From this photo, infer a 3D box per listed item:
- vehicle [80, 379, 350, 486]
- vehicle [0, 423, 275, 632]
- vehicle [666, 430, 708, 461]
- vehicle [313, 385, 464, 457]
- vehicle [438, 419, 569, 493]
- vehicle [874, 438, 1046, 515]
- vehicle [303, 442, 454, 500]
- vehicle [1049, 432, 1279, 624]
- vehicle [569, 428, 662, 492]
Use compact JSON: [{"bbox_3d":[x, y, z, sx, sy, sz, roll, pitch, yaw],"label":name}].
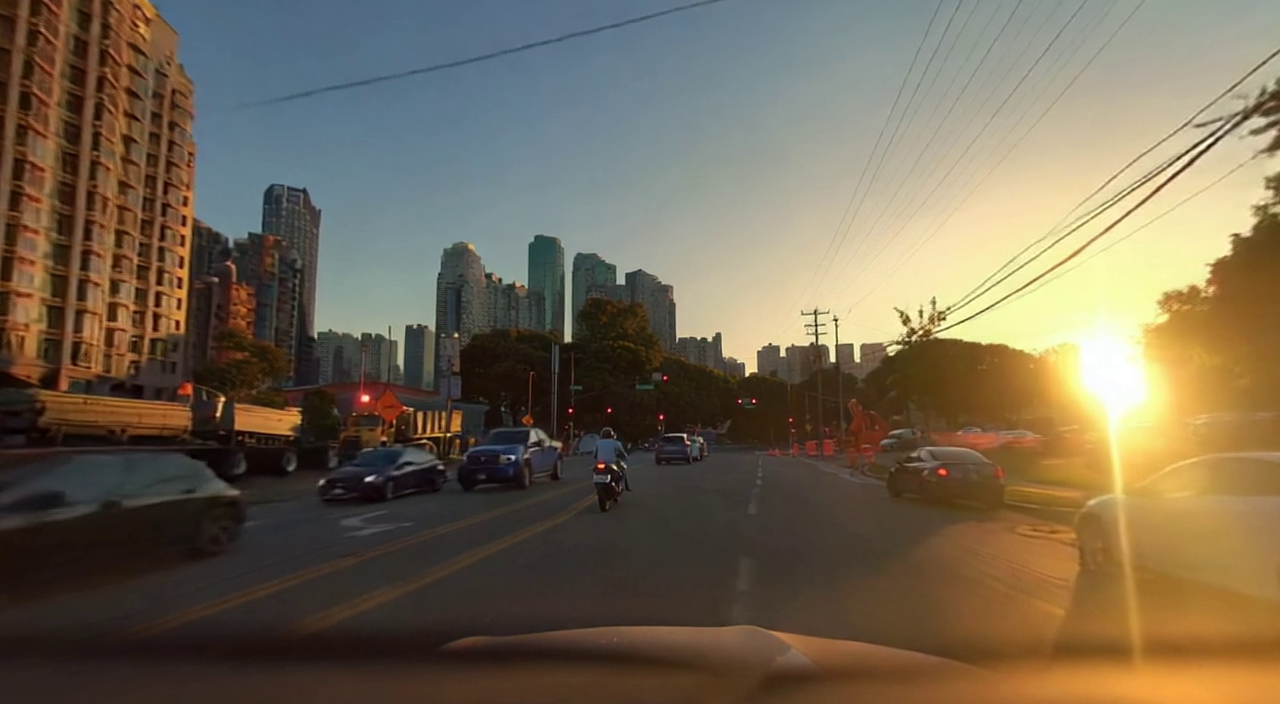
[{"bbox_3d":[-14.792,3.043,23.427,2.990,3.144,9.080,-1,-8,6],"label":"vehicle"},{"bbox_3d":[-5.690,1.394,5.374,2.105,1.509,4.753,-1,-8,4],"label":"vehicle"},{"bbox_3d":[3.254,6.307,42.847,2.295,1.929,5.498,-2,-8,9],"label":"vehicle"},{"bbox_3d":[-13.240,3.970,34.636,2.996,3.170,10.153,-5,-9,8],"label":"vehicle"},{"bbox_3d":[-3.920,3.142,19.572,2.222,1.911,5.988,-1,-8,5],"label":"vehicle"},{"bbox_3d":[6.977,2.714,14.428,1.973,1.457,4.522,-1,-8,6],"label":"vehicle"},{"bbox_3d":[-7.207,3.303,18.109,1.932,1.429,4.766,-1,-8,5],"label":"vehicle"},{"bbox_3d":[5.970,1.535,5.717,1.891,1.442,4.560,-2,-12,7],"label":"vehicle"},{"bbox_3d":[-0.569,3.054,18.261,1.925,1.602,4.090,-1,-8,8],"label":"vehicle"}]
